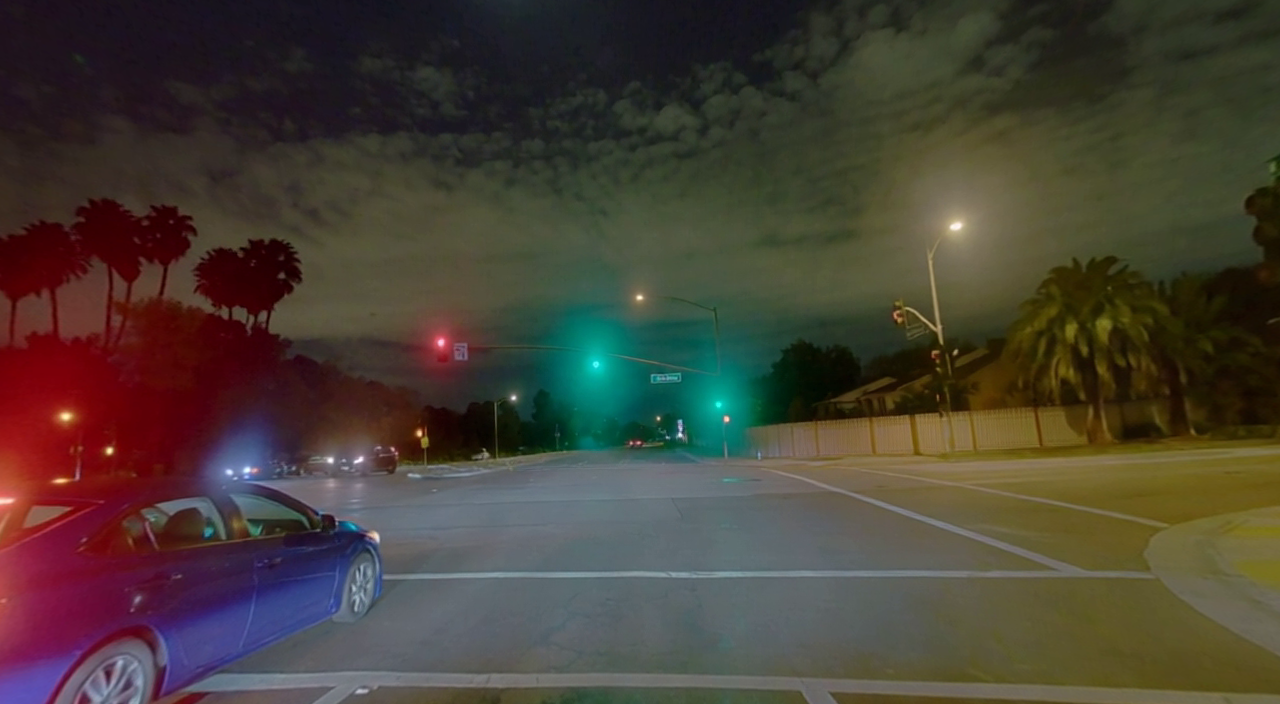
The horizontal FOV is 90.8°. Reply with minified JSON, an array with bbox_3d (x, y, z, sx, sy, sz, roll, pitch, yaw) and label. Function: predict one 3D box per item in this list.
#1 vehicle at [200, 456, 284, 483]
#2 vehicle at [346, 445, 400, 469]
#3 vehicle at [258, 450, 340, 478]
[{"bbox_3d":[-24.123,7.123,38.544,2.019,1.427,4.630,0,-9,2],"label":"vehicle"},{"bbox_3d":[-19.874,7.832,47.193,1.929,1.644,4.763,0,-9,0],"label":"vehicle"},{"bbox_3d":[-20.040,6.568,37.442,2.084,1.528,4.778,0,-9,1],"label":"vehicle"}]
